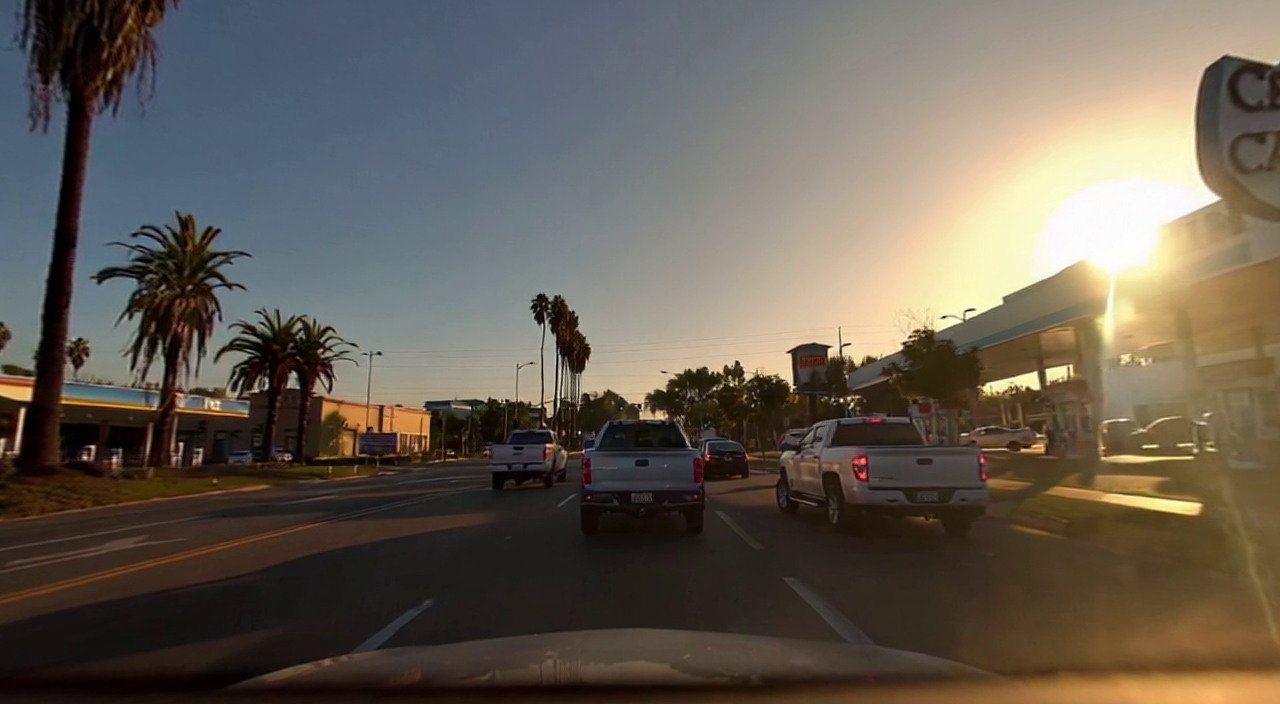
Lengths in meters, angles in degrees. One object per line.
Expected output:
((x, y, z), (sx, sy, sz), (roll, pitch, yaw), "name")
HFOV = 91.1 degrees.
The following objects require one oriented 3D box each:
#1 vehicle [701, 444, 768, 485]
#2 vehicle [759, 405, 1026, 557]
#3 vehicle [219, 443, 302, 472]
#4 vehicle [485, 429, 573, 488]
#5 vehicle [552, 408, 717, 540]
((3.448, 4.167, 23.545), (1.901, 1.401, 3.965), (0, -8, 0), "vehicle")
((3.604, 1.978, 10.465), (2.120, 1.828, 5.531), (0, -8, 0), "vehicle")
((-29.052, 8.086, 48.456), (2.543, 2.092, 6.613), (0, -8, -3), "vehicle")
((-3.655, 3.612, 21.636), (2.071, 1.811, 4.605), (0, -8, 2), "vehicle")
((-0.015, 2.110, 11.572), (2.295, 1.835, 5.471), (0, -8, 1), "vehicle")
